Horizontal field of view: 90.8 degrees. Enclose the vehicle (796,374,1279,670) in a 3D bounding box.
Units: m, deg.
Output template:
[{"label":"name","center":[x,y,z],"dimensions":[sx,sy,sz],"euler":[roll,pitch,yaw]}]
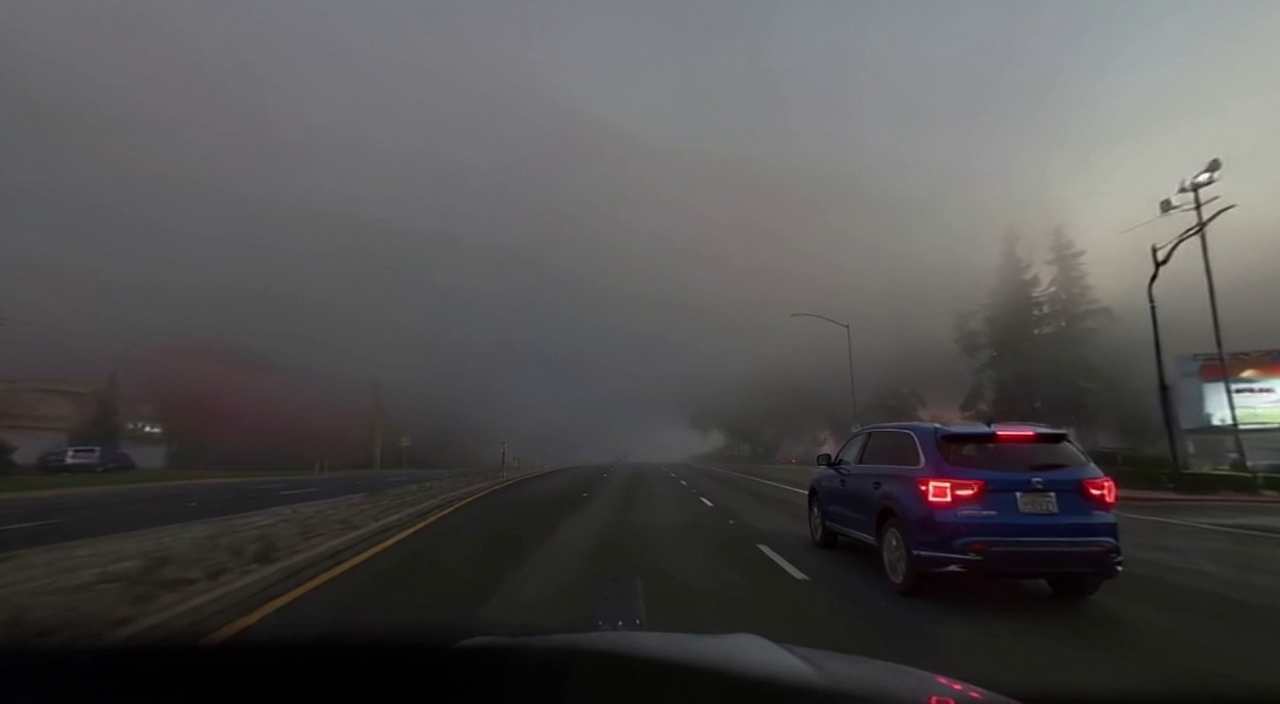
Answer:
[{"label":"vehicle","center":[3.197,1.371,6.209],"dimensions":[2.130,1.790,4.615],"euler":[0,-9,0]}]
